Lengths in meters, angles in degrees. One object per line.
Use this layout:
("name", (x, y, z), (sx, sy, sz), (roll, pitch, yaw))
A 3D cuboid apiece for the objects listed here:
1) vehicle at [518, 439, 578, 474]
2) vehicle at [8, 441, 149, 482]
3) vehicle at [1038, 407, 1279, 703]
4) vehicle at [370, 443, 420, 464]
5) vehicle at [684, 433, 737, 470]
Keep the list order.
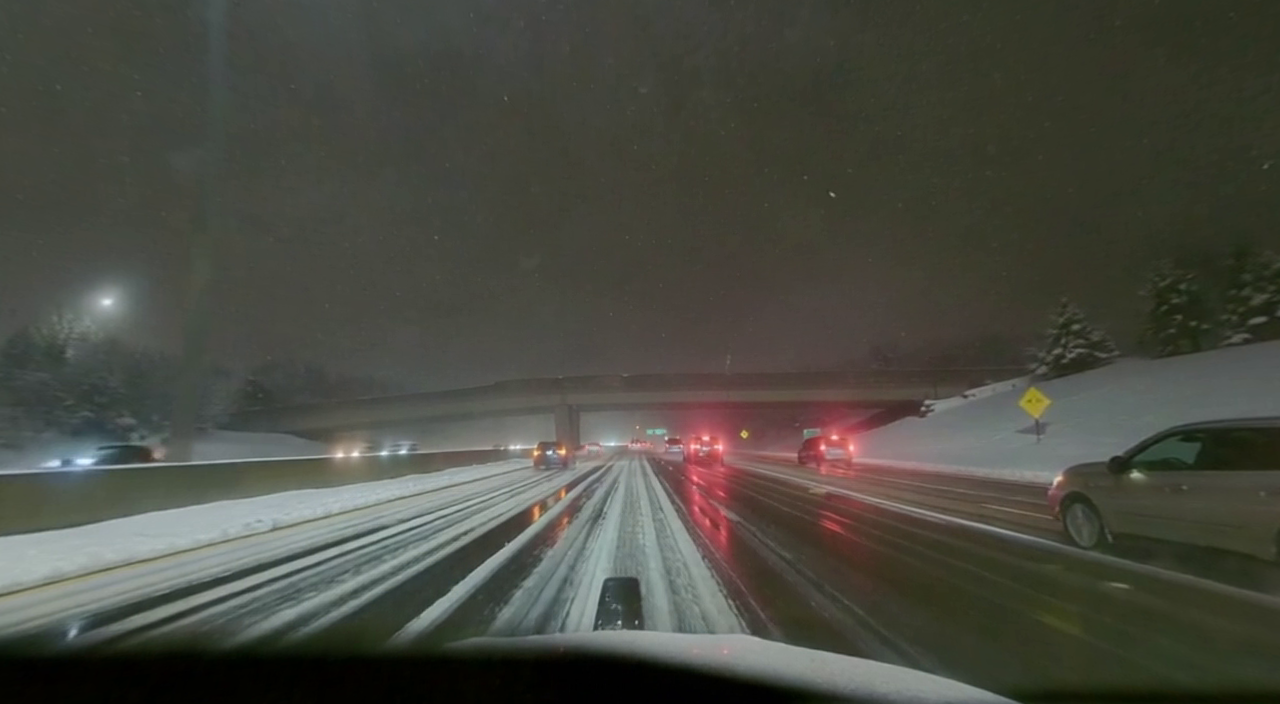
("vehicle", (-4.124, 4.780, 29.134), (1.997, 1.476, 4.703), (0, -9, 1))
("vehicle", (-23.524, 4.592, 26.724), (1.960, 1.555, 4.492), (0, -9, -2))
("vehicle", (3.599, 0.870, 1.928), (1.989, 1.472, 4.322), (0, -9, 1))
("vehicle", (-17.612, 7.325, 45.576), (1.921, 1.444, 4.551), (0, -9, -2))
("vehicle", (3.471, 5.032, 32.005), (2.072, 1.761, 4.242), (0, -9, -1))
